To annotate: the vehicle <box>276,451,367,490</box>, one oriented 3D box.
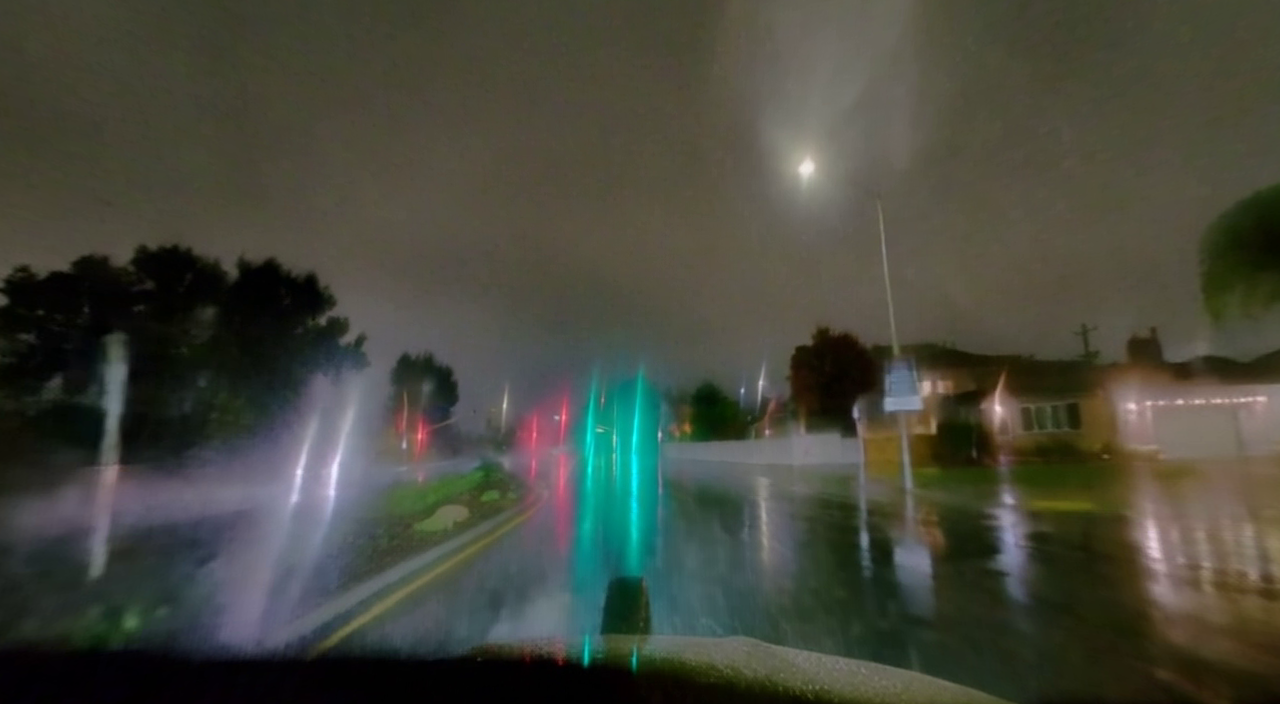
[{"bbox_3d":[-13.733,5.110,27.537,1.965,1.492,4.498,0,-8,-5],"label":"vehicle"}]
